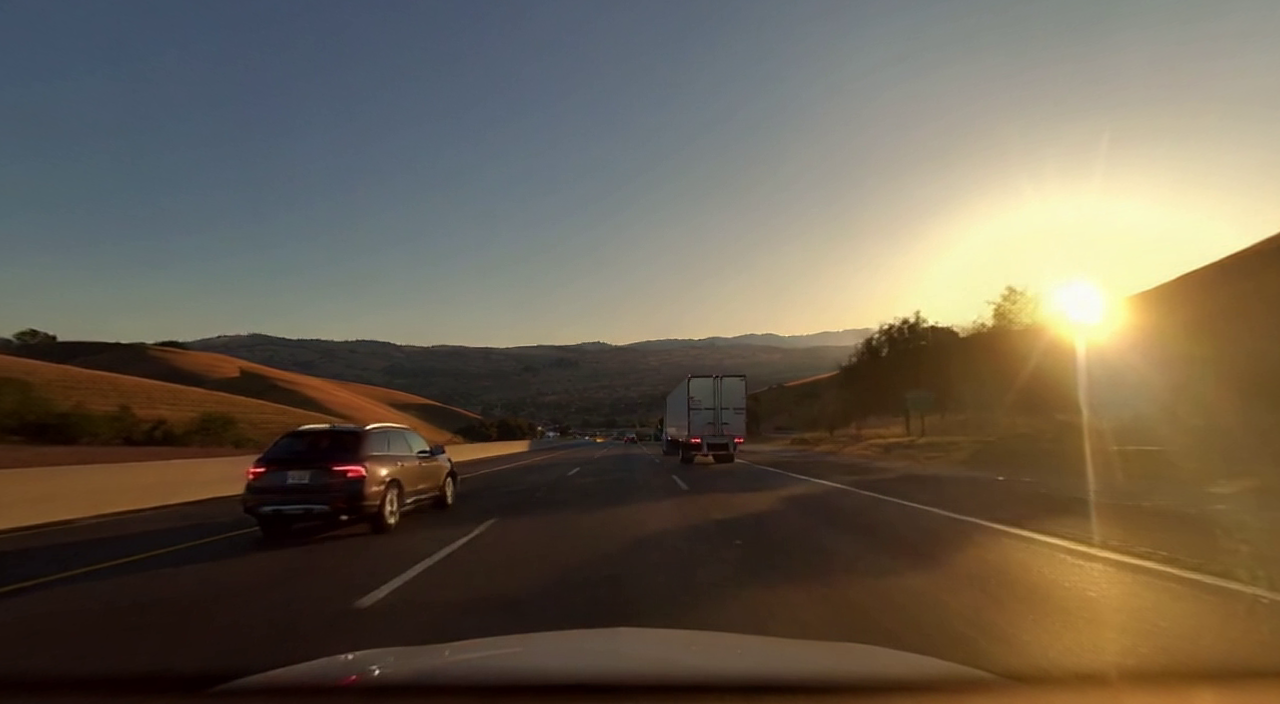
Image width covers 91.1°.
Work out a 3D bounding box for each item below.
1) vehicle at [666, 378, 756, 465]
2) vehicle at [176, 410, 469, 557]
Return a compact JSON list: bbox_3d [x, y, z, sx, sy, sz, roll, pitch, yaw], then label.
[{"bbox_3d":[3.762,4.507,39.026,3.144,4.168,17.594,0,-8,-1],"label":"vehicle"},{"bbox_3d":[-4.054,1.729,9.024,2.044,1.604,4.144,0,-8,0],"label":"vehicle"}]
